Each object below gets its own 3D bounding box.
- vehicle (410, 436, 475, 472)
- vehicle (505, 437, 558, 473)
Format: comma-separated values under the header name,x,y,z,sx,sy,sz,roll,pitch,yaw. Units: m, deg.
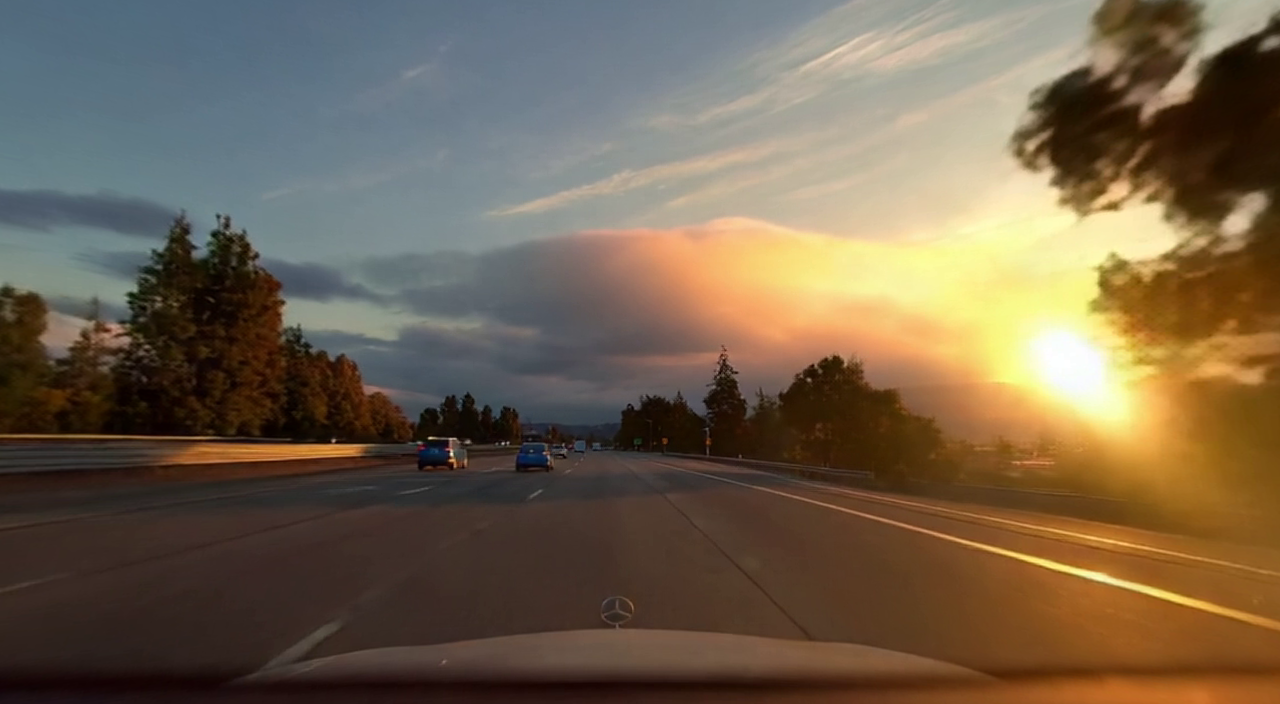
name,x,y,z,sx,sy,sz,roll,pitch,yaw
vehicle,-9.886,5.157,32.014,2.016,1.711,4.365,1,-9,-2
vehicle,-5.621,5.412,33.313,2.146,1.766,4.502,1,-9,-2
